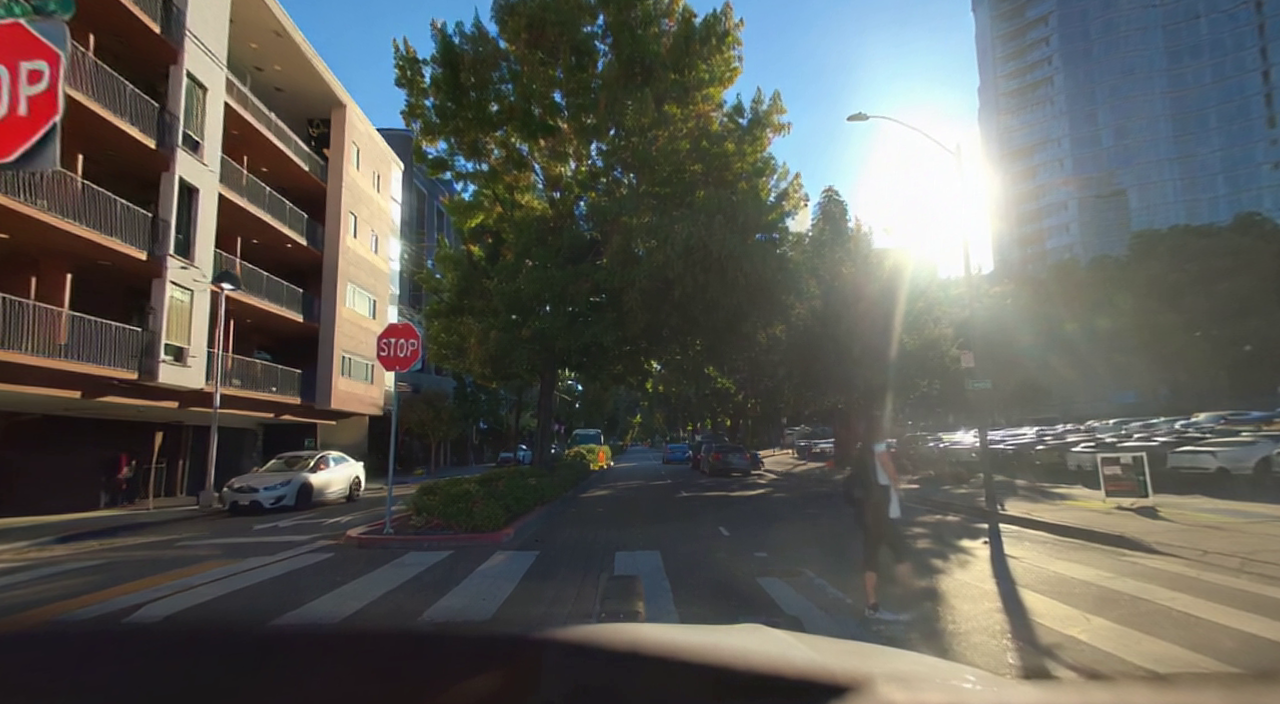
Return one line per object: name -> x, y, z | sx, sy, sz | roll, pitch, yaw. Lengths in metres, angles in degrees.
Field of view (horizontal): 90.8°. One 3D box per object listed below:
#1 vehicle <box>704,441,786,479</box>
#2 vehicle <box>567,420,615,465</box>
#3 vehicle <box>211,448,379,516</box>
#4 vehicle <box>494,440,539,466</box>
vehicle -> 4.585, 4.581, 27.096 | 1.858, 1.491, 4.329 | -5, -10, 33
vehicle -> -2.997, 5.778, 40.222 | 2.317, 2.596, 6.053 | 0, -8, 3
vehicle -> -8.797, 3.310, 16.635 | 2.007, 1.503, 4.343 | 0, -8, -1
vehicle -> -8.866, 7.275, 45.708 | 2.256, 1.802, 4.333 | 0, -8, 2
